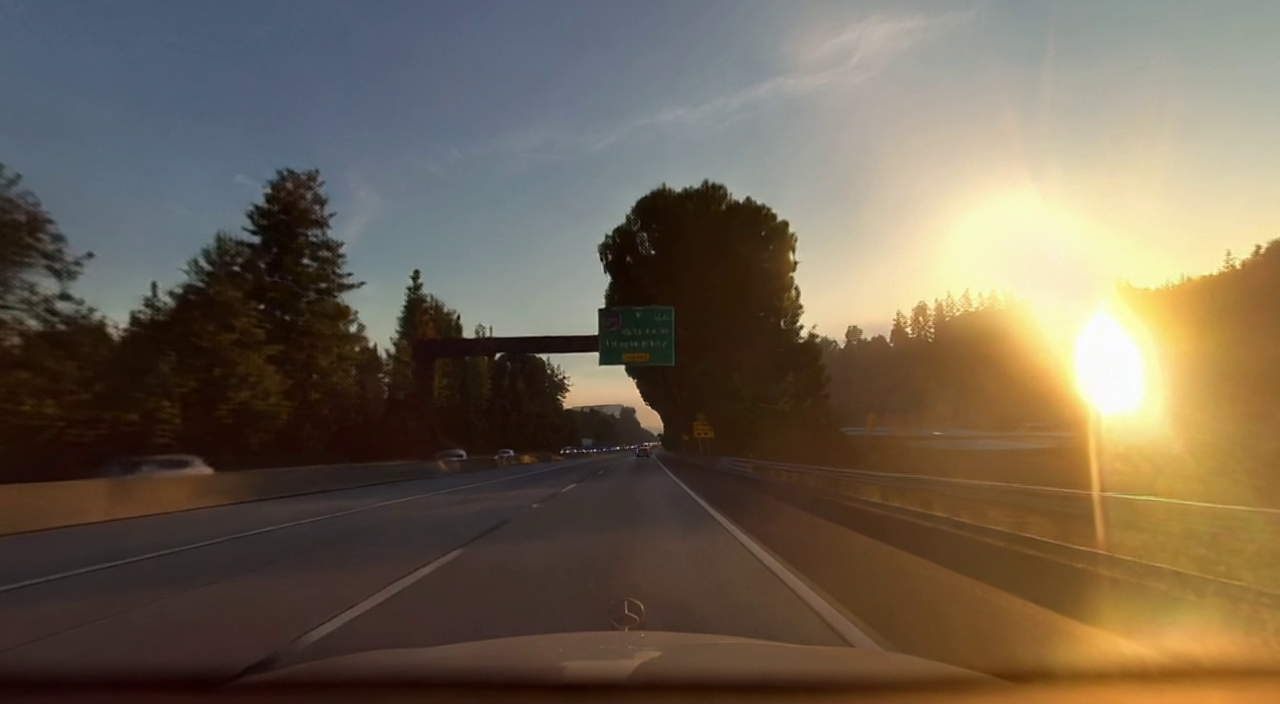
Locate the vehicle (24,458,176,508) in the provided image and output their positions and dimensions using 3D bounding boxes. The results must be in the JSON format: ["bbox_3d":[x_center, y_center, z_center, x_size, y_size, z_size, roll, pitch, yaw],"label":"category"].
[{"bbox_3d":[-17.347,4.174,20.518,1.768,1.425,3.536,0,-9,0],"label":"vehicle"}]

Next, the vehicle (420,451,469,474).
[{"bbox_3d":[-12.979,7.340,42.132,1.853,1.448,4.331,0,-9,0],"label":"vehicle"}]
